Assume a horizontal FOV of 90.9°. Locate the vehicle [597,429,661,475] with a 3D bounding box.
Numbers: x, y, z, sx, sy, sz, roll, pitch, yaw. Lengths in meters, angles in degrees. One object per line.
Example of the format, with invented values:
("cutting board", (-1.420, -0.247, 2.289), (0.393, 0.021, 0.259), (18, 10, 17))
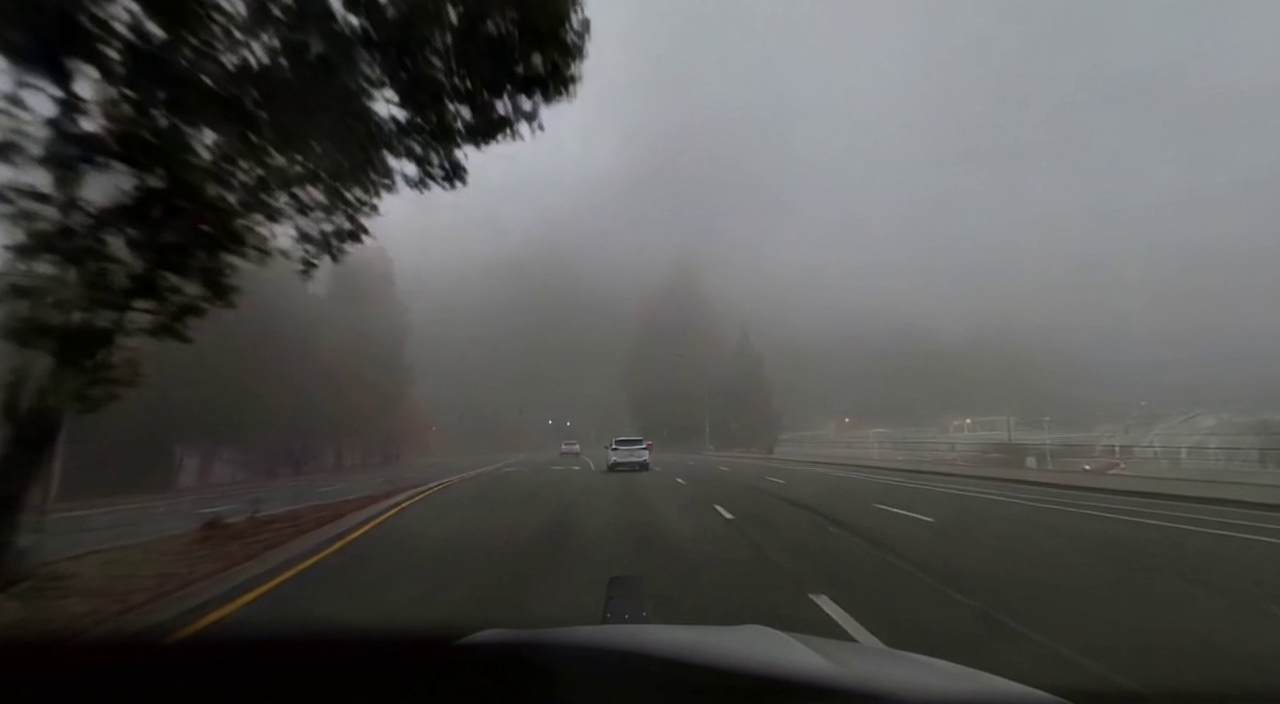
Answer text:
("vehicle", (-0.560, 4.217, 26.725), (2.253, 1.756, 4.313), (1, -8, -7))
